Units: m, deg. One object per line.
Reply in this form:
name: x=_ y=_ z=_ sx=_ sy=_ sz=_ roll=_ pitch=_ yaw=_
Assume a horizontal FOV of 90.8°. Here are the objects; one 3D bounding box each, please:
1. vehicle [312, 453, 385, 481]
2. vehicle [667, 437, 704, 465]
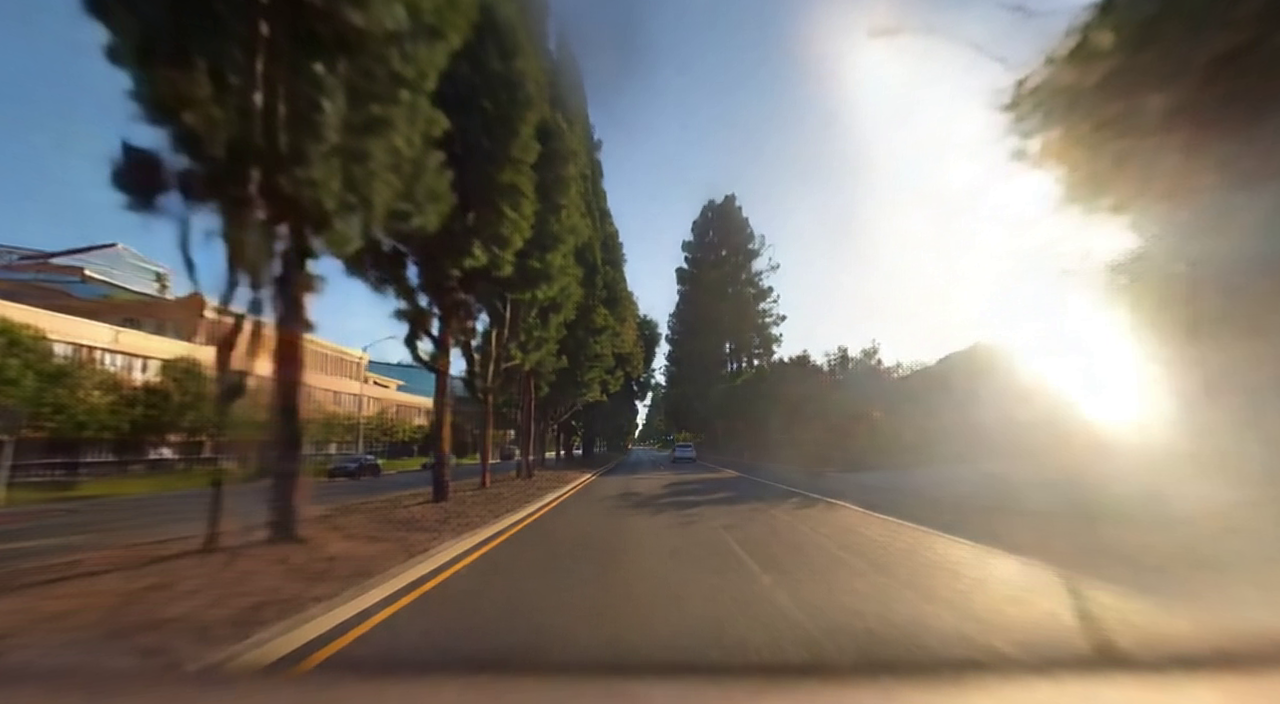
vehicle: x=-16.838 y=6.638 z=36.743 sx=1.908 sy=1.445 sz=4.730 roll=0 pitch=-8 yaw=1
vehicle: x=3.139 y=6.987 z=44.692 sx=2.085 sy=1.828 sz=5.383 roll=0 pitch=-8 yaw=-1
